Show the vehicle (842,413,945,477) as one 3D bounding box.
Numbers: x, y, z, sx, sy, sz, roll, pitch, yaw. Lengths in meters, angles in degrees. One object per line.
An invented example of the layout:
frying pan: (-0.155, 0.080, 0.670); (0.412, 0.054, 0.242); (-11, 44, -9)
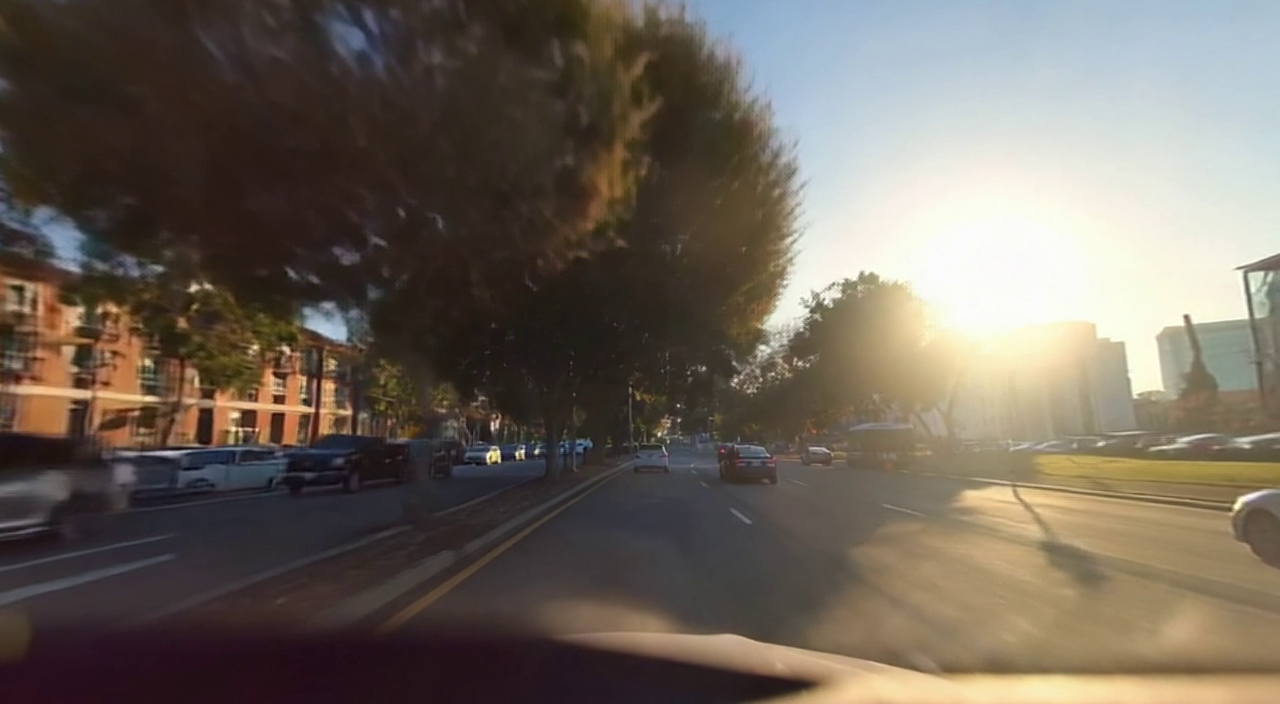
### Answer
vehicle: (12.619, 4.719, 32.068); (2.790, 2.897, 6.326); (-1, -9, 3)

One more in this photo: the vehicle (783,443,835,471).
vehicle: (9.675, 6.020, 36.496); (1.860, 1.475, 4.488); (0, -9, 2)

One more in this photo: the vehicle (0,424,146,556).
vehicle: (-8.767, 1.683, 7.410); (1.920, 1.590, 5.041); (-2, -8, 0)

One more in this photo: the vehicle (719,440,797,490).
vehicle: (3.830, 3.713, 21.152); (1.852, 1.498, 3.825); (0, -9, 0)

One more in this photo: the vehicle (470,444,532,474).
vehicle: (-7.291, 5.645, 33.663); (1.992, 1.465, 4.458); (-1, -9, 4)

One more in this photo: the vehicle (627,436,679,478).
vehicle: (0.619, 4.628, 28.036); (2.101, 1.694, 3.979); (0, -9, 3)

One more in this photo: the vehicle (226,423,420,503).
vehicle: (-8.265, 2.972, 17.372); (2.218, 1.819, 5.732); (0, -9, 2)

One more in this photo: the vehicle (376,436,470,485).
vehicle: (-8.342, 4.213, 24.776); (1.934, 1.713, 4.441); (0, -9, 2)
